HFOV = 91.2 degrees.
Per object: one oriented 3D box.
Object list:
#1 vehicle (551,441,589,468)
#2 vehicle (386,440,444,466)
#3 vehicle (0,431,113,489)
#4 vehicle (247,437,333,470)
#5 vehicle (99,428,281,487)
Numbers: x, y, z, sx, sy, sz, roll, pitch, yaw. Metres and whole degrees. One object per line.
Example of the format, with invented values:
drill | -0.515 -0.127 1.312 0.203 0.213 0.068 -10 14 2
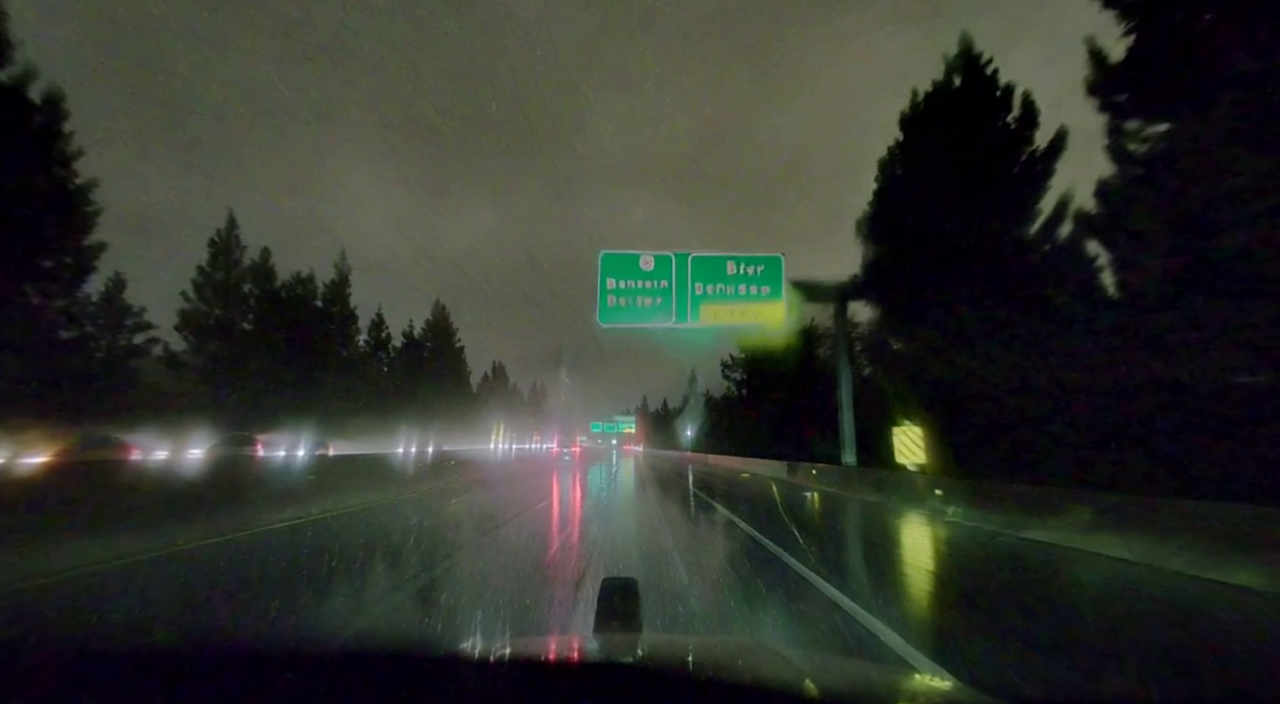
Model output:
vehicle | -4.542 6.744 41.428 2.098 1.692 4.038 0 -9 -1
vehicle | -13.361 6.035 37.487 1.962 1.459 4.239 0 -9 -1
vehicle | -17.616 2.996 17.460 1.946 1.479 4.538 0 -9 -1
vehicle | -17.484 5.080 31.561 2.077 1.531 4.043 0 -9 -1
vehicle | -13.098 3.126 18.738 1.951 1.520 4.759 0 -9 0
